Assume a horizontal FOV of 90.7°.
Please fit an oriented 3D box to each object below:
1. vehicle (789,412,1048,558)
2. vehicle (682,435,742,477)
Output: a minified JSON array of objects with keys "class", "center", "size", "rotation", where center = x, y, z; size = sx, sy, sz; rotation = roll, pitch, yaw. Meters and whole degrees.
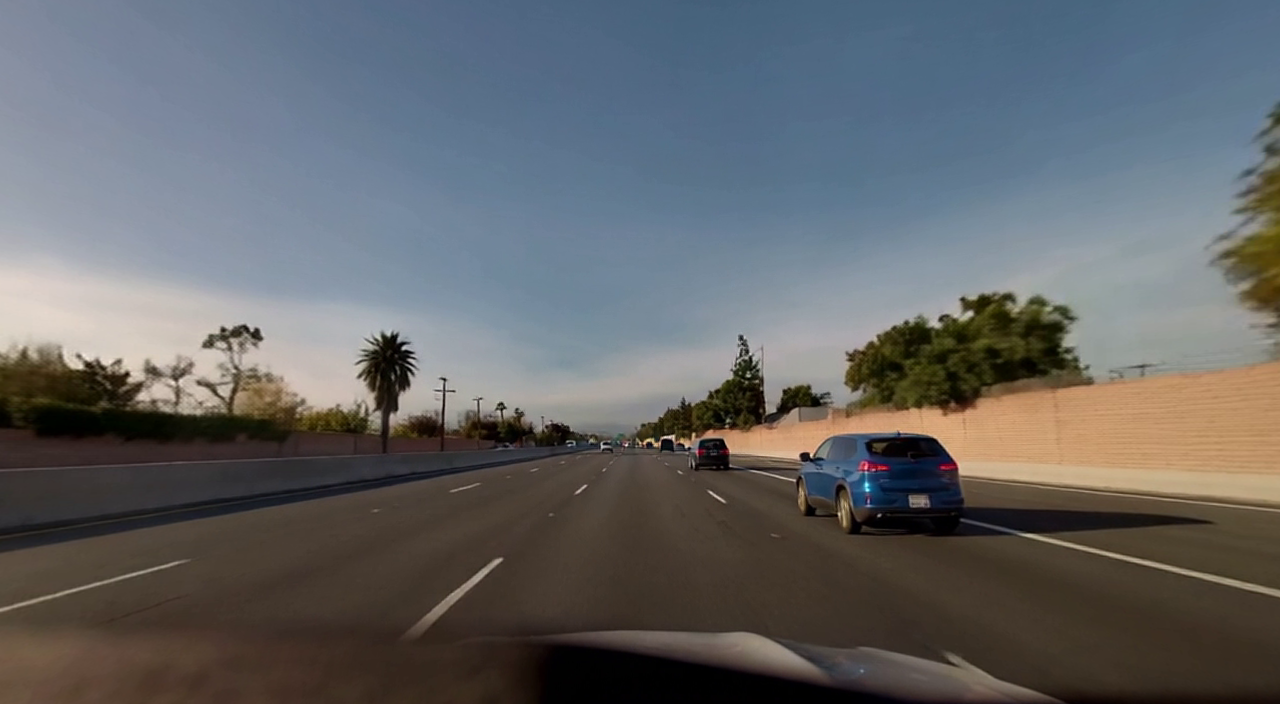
[{"class":"vehicle","center":[3.771,1.871,9.575],"size":[1.910,1.696,4.187],"rotation":[0,-8,-1]},{"class":"vehicle","center":[3.108,4.618,28.245],"size":[2.045,1.688,4.313],"rotation":[0,-9,-2]}]
